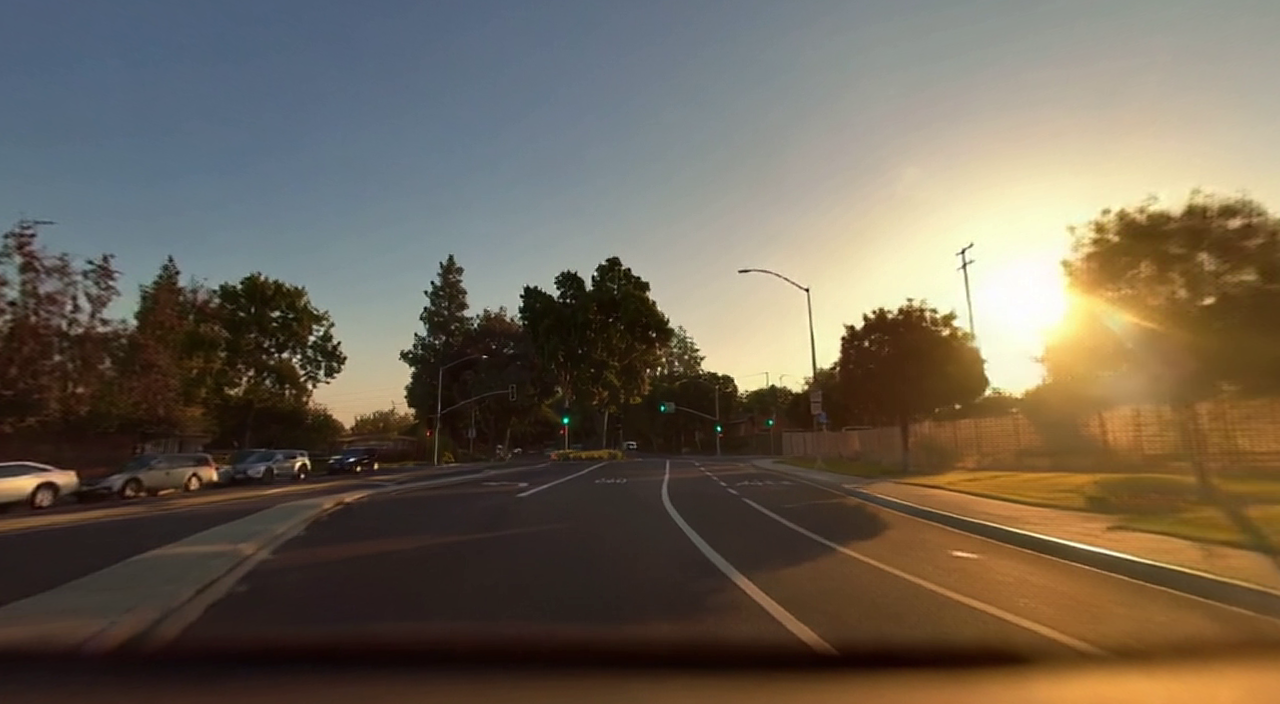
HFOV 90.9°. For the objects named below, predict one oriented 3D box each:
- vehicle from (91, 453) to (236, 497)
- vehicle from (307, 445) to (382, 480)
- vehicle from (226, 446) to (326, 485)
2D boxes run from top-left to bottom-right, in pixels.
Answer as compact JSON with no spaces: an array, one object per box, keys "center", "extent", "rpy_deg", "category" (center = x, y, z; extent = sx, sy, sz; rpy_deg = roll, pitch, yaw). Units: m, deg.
[{"center":[-19.402,4.991,26.018],"extent":[1.883,1.506,4.863],"rpy_deg":[0,-8,5],"category":"vehicle"},{"center":[-18.224,6.812,39.112],"extent":[2.050,1.697,4.838],"rpy_deg":[-4,-6,5],"category":"vehicle"},{"center":[-18.974,5.879,33.146],"extent":[2.148,1.856,4.632],"rpy_deg":[-1,-8,5],"category":"vehicle"}]
